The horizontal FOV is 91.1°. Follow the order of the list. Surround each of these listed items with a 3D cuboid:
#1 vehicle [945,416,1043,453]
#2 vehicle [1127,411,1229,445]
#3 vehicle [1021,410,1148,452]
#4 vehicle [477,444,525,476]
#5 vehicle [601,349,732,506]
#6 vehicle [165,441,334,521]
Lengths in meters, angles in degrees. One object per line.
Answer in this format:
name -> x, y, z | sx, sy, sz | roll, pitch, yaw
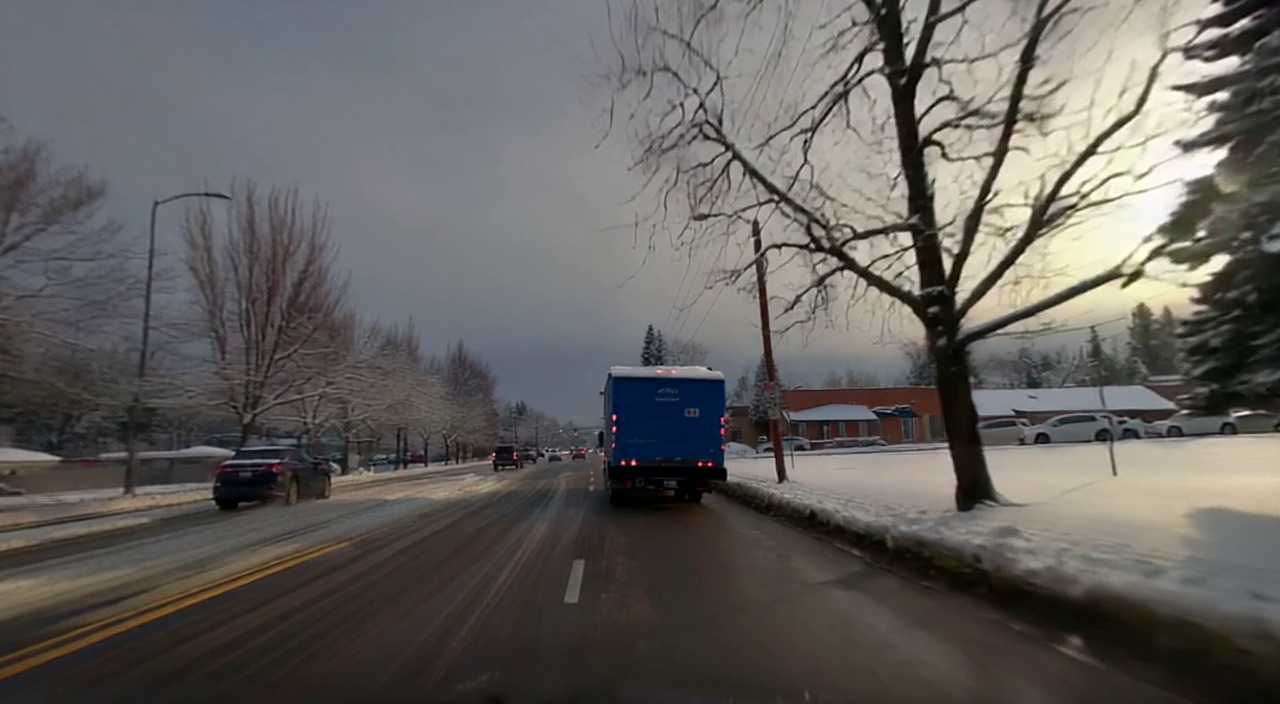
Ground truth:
vehicle -> 18.410, 4.367, 32.907 | 1.880, 1.804, 4.679 | 1, -9, -8
vehicle -> 28.970, 4.151, 33.977 | 1.827, 1.498, 3.785 | -5, -8, -6
vehicle -> 23.693, 4.335, 33.862 | 2.220, 1.981, 5.827 | 3, -9, -6
vehicle -> -8.327, 6.494, 38.068 | 2.095, 1.759, 4.433 | 0, -9, -3
vehicle -> 0.361, 2.393, 19.118 | 2.905, 3.644, 8.807 | 1, -9, -4
vehicle -> -9.348, 3.058, 15.538 | 1.958, 1.672, 4.283 | 1, -9, -9
